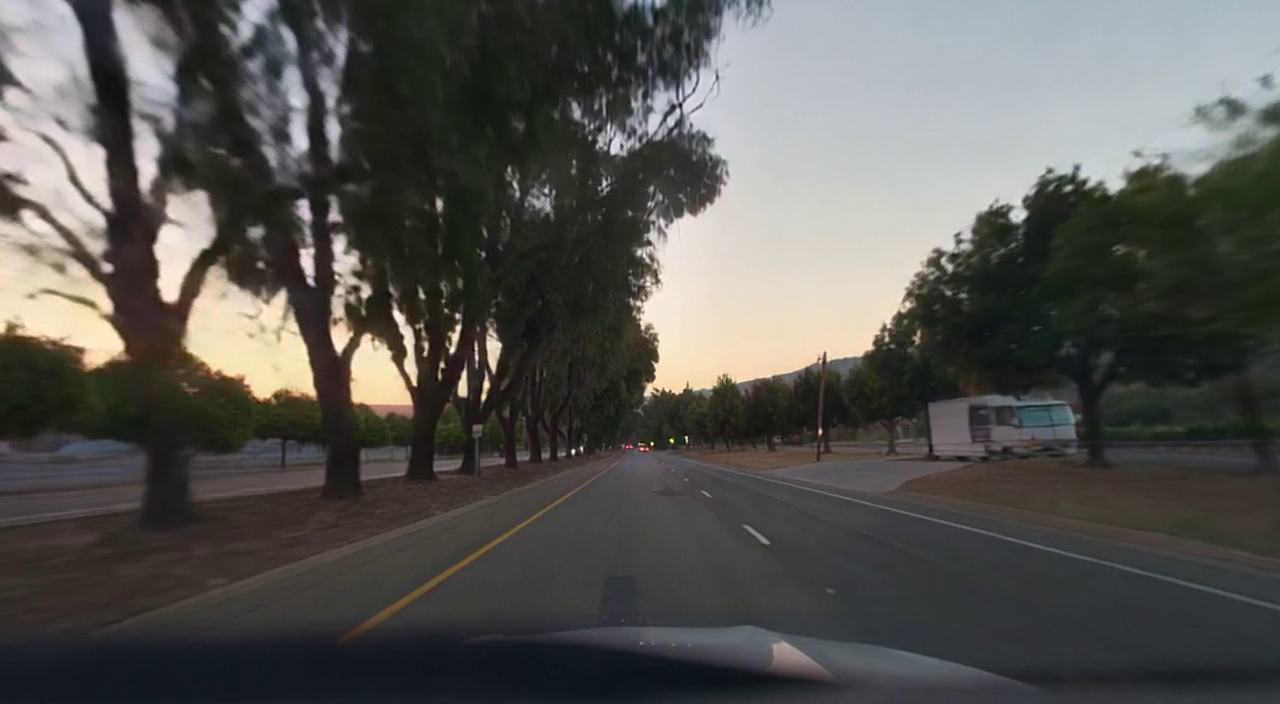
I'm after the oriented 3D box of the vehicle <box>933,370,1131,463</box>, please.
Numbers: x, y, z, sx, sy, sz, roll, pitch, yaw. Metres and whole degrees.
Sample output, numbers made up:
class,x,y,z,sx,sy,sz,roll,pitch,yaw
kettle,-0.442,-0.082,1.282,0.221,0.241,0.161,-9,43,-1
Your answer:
class,x,y,z,sx,sy,sz,roll,pitch,yaw
vehicle,16.989,3.129,28.410,2.826,3.500,9.295,0,-9,0
